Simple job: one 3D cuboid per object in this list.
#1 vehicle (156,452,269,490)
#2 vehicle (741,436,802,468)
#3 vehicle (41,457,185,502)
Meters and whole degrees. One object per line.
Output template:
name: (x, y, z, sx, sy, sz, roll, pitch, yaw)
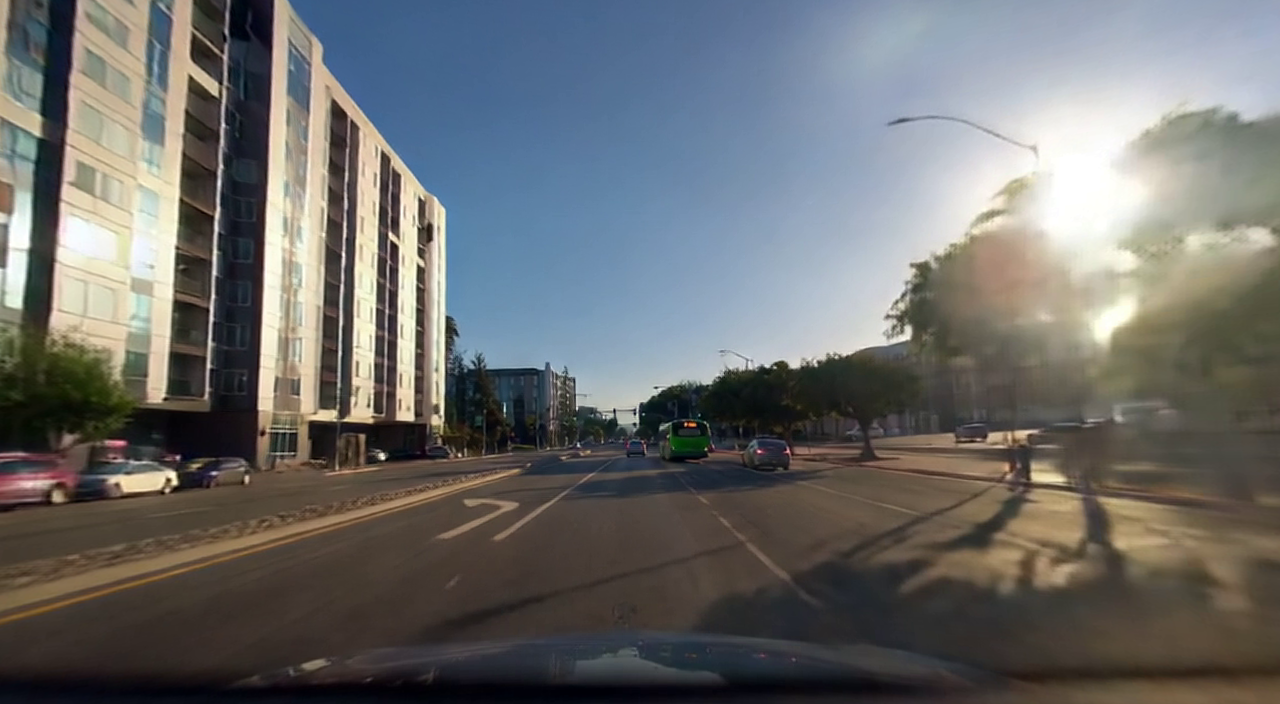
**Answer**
vehicle: (-18.720, 5.196, 27.962, 1.861, 1.499, 4.605, 0, -9, -1)
vehicle: (6.520, 5.026, 31.846, 1.992, 1.447, 4.414, 0, -9, -2)
vehicle: (-18.900, 4.558, 22.970, 1.685, 1.426, 4.247, 0, -9, -2)
